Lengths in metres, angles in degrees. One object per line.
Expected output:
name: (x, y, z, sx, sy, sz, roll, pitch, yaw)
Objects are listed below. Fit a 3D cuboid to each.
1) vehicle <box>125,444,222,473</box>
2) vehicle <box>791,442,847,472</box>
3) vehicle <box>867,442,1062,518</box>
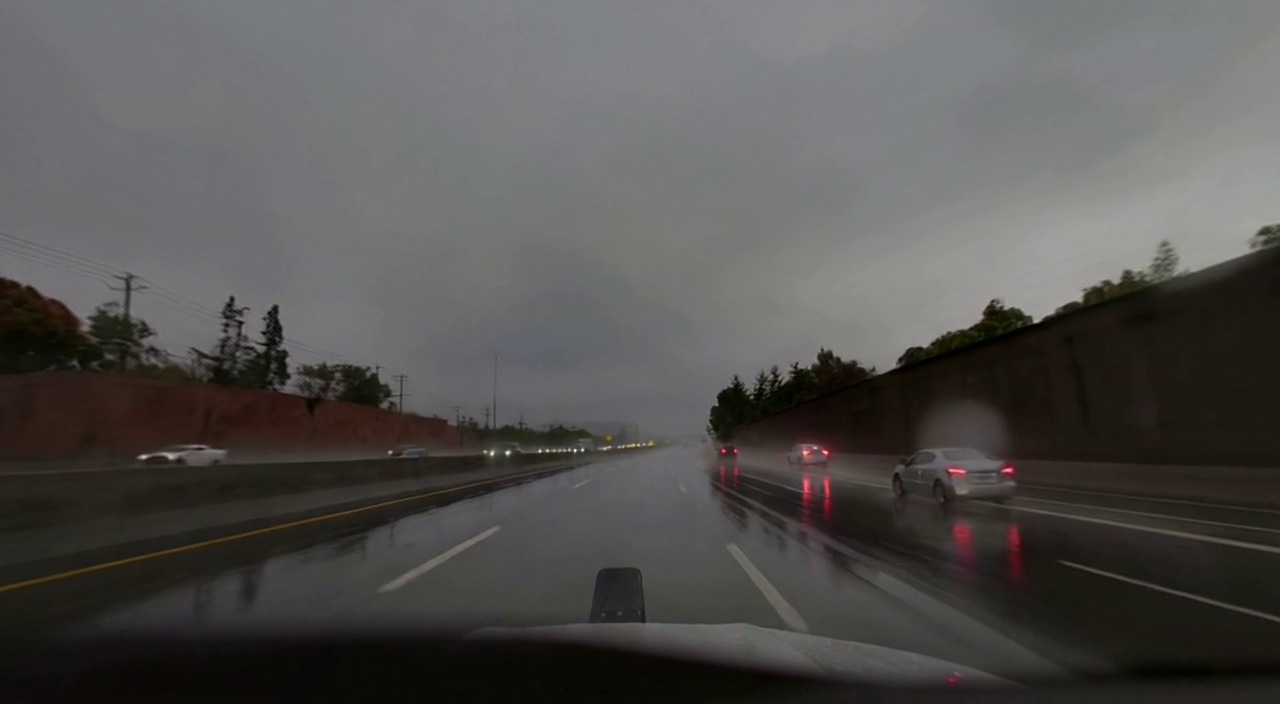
vehicle: (-25.941, 5.925, 35.368, 1.867, 1.484, 4.596, 0, -9, 1)
vehicle: (11.061, 6.527, 39.374, 2.151, 1.734, 4.519, 0, -9, 0)
vehicle: (7.243, 2.873, 14.789, 2.047, 1.479, 4.593, 0, -9, -1)
